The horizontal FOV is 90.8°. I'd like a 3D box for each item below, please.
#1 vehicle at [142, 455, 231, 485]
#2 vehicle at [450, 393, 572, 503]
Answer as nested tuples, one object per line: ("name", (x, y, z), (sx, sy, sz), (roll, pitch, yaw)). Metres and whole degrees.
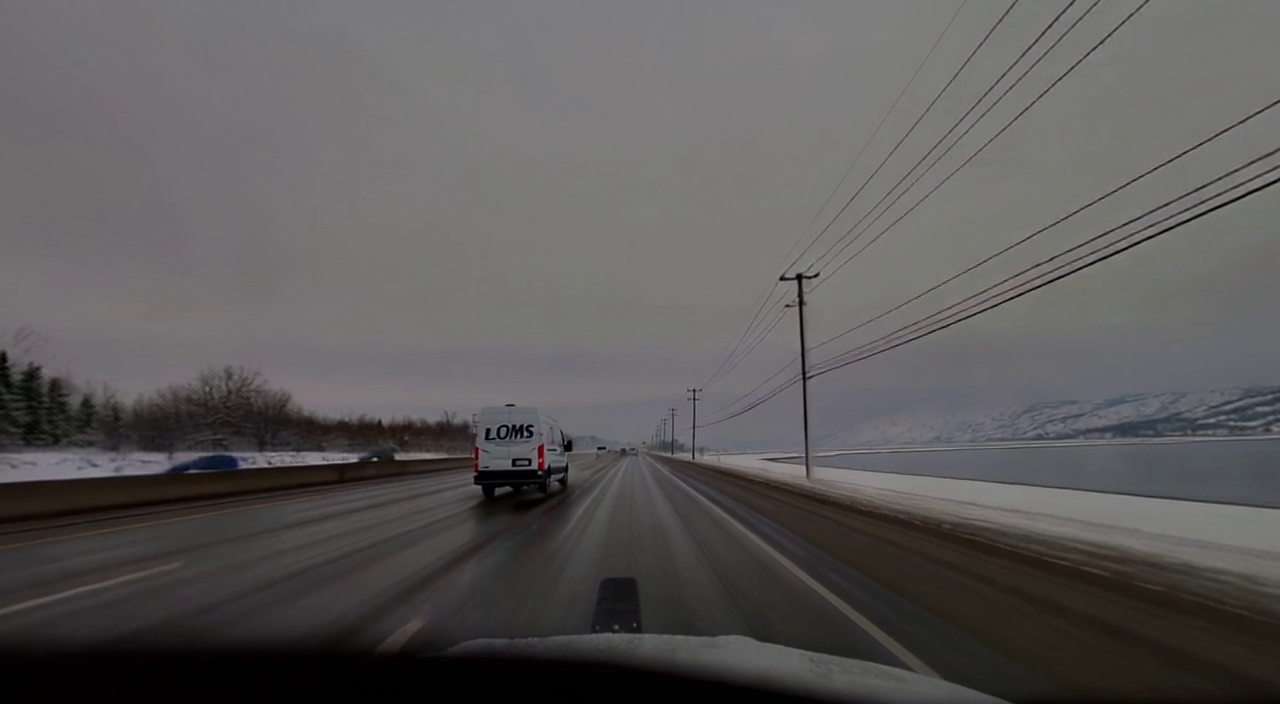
("vehicle", (-28.007, 7.259, 39.230), (1.936, 1.615, 4.824), (-1, -9, 0))
("vehicle", (-3.634, 2.921, 19.413), (2.331, 2.757, 6.581), (-1, -9, 0))
